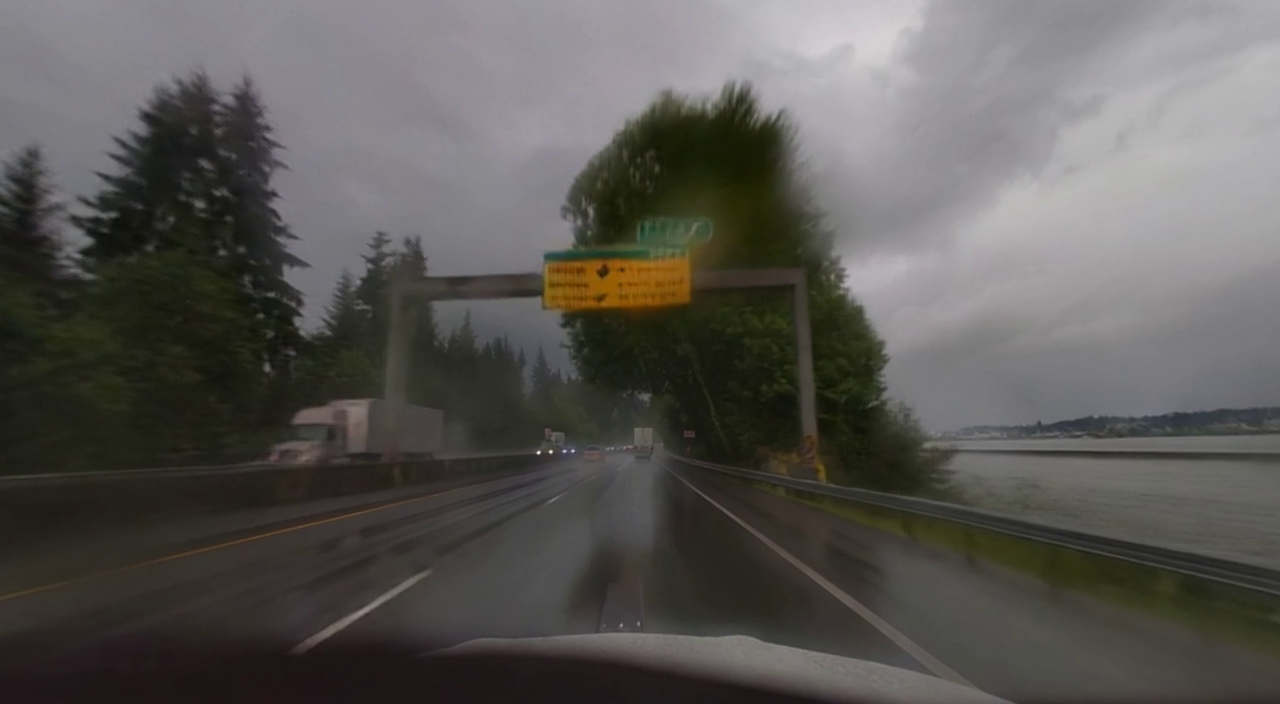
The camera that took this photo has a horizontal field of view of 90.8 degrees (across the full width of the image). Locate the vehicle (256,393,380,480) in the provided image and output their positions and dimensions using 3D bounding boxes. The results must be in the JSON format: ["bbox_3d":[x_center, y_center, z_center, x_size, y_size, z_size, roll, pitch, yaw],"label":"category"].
[{"bbox_3d":[-15.860,4.294,31.678,2.967,3.966,5.856,0,-9,0],"label":"vehicle"}]

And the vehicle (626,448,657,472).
[{"bbox_3d":[0.085,6.731,39.483,1.853,1.436,3.438,0,-9,0],"label":"vehicle"}]
